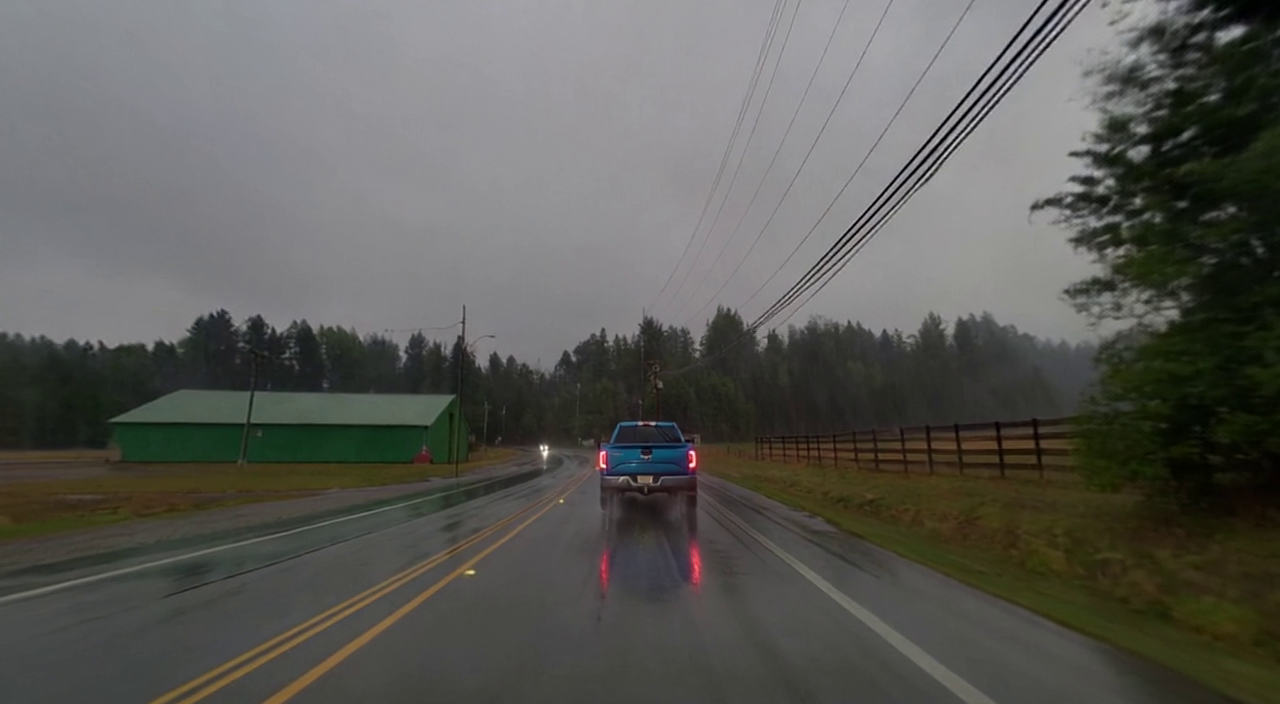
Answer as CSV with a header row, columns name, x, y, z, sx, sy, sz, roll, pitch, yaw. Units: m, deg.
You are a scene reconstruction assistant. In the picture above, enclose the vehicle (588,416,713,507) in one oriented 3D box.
name,x,y,z,sx,sy,sz,roll,pitch,yaw
vehicle,0.130,2.843,16.909,2.693,1.941,6.356,0,-9,-2
